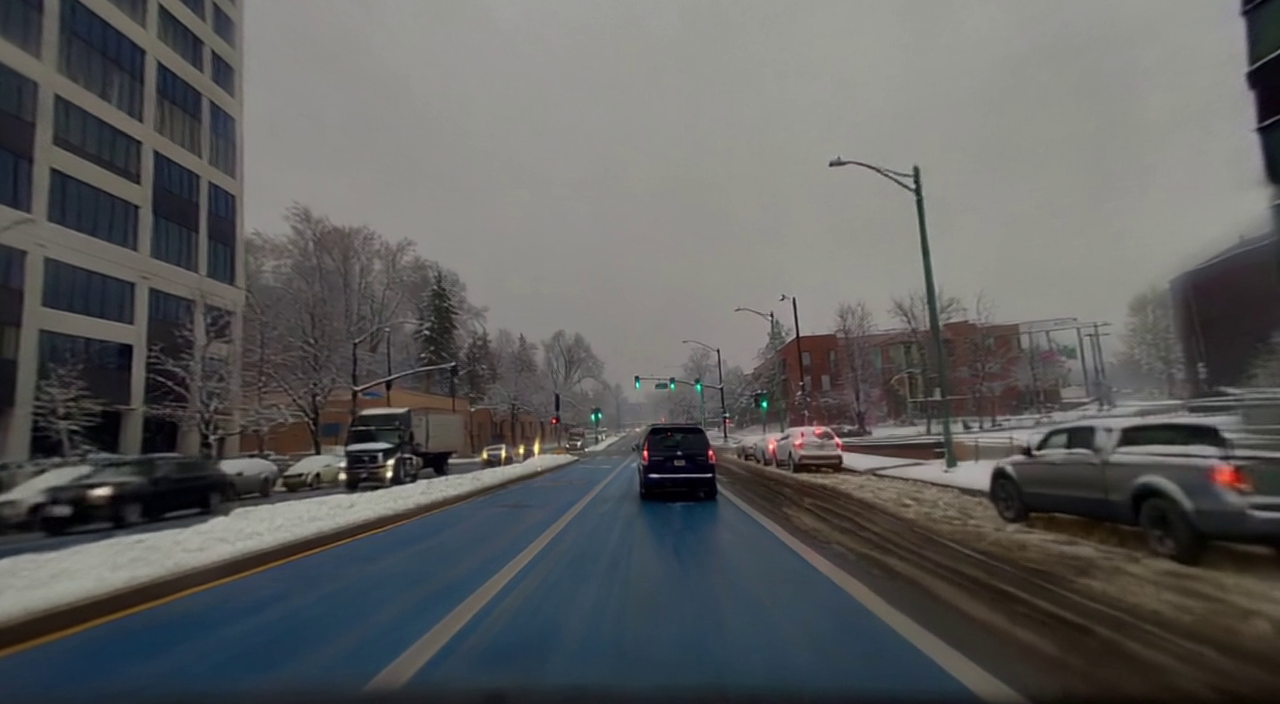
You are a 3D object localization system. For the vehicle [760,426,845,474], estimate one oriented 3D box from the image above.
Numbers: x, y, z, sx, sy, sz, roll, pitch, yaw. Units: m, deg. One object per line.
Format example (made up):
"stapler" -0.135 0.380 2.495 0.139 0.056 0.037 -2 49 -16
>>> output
"vehicle" 6.761 4.152 26.899 2.205 1.823 5.078 0 -9 0

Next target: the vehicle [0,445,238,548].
"vehicle" -11.300 2.919 13.613 2.191 1.763 5.059 0 -9 -4

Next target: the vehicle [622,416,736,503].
"vehicle" 0.744 2.549 15.260 2.283 1.773 4.255 0 -9 -3

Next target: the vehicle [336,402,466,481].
"vehicle" -13.327 5.256 36.706 3.101 3.878 10.902 0 -9 1

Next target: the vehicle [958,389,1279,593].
"vehicle" 6.659 1.617 8.326 2.088 1.761 5.697 0 -9 2
